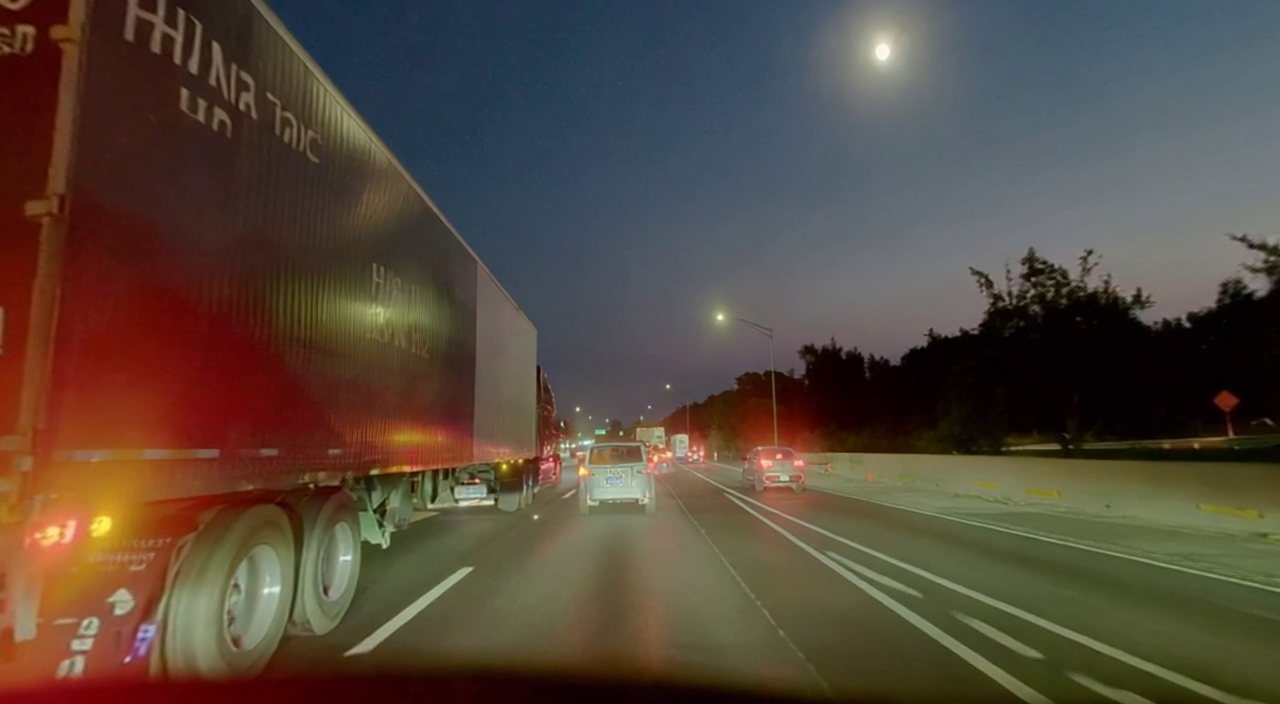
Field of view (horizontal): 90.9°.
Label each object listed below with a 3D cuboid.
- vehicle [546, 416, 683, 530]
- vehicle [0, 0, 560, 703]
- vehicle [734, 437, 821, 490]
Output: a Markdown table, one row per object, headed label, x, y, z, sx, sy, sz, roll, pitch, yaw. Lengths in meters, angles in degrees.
| label | x | y | z | sx | sy | sz | roll | pitch | yaw |
| --- | --- | --- | --- | --- | --- | --- | --- | --- | --- |
| vehicle | -0.377 | 2.222 | 11.988 | 2.152 | 1.779 | 3.924 | 0 | -9 | 1 |
| vehicle | -3.715 | 0.617 | 9.285 | 2.857 | 4.063 | 16.026 | 0 | -8 | 1 |
| vehicle | 4.525 | 3.725 | 21.361 | 1.937 | 1.601 | 3.798 | 0 | -9 | -3 |
